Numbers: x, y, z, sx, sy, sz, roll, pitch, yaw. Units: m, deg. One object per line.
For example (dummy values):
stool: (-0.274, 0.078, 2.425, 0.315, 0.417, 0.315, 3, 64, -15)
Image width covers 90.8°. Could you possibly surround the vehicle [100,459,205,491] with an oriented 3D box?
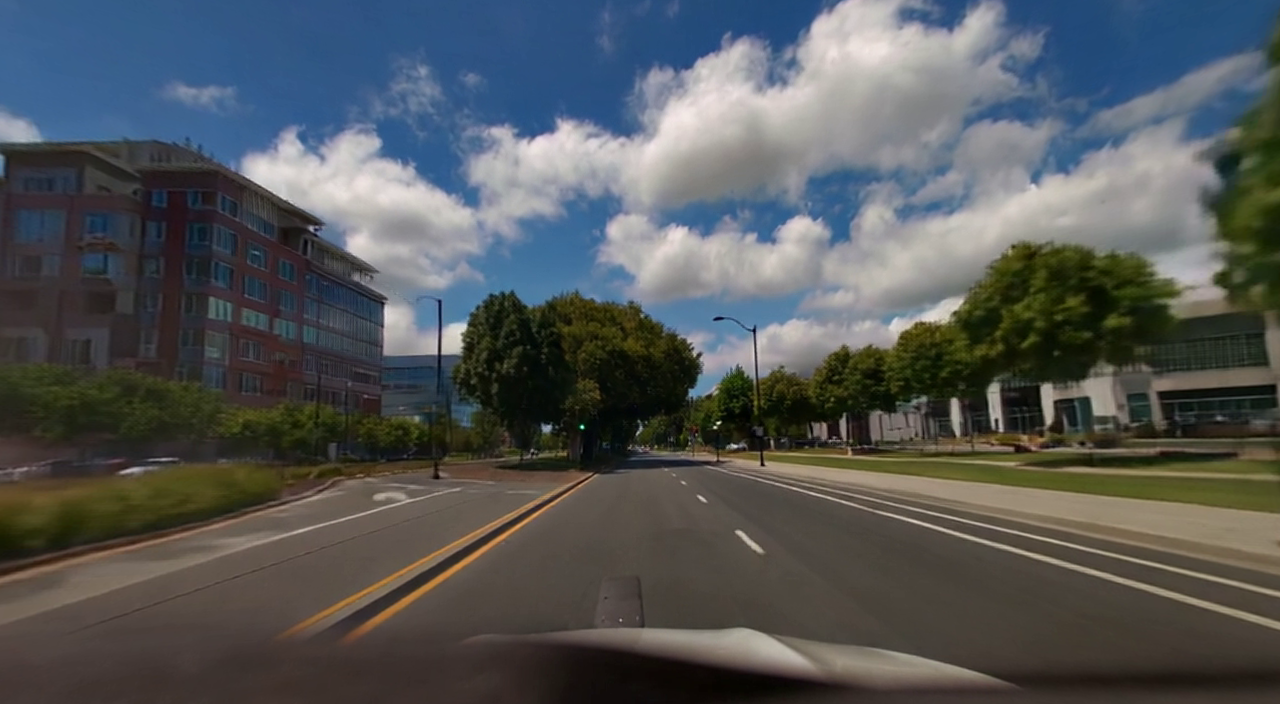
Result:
vehicle: (-26.453, 6.658, 34.532, 1.927, 1.476, 4.717, 0, -9, 0)
